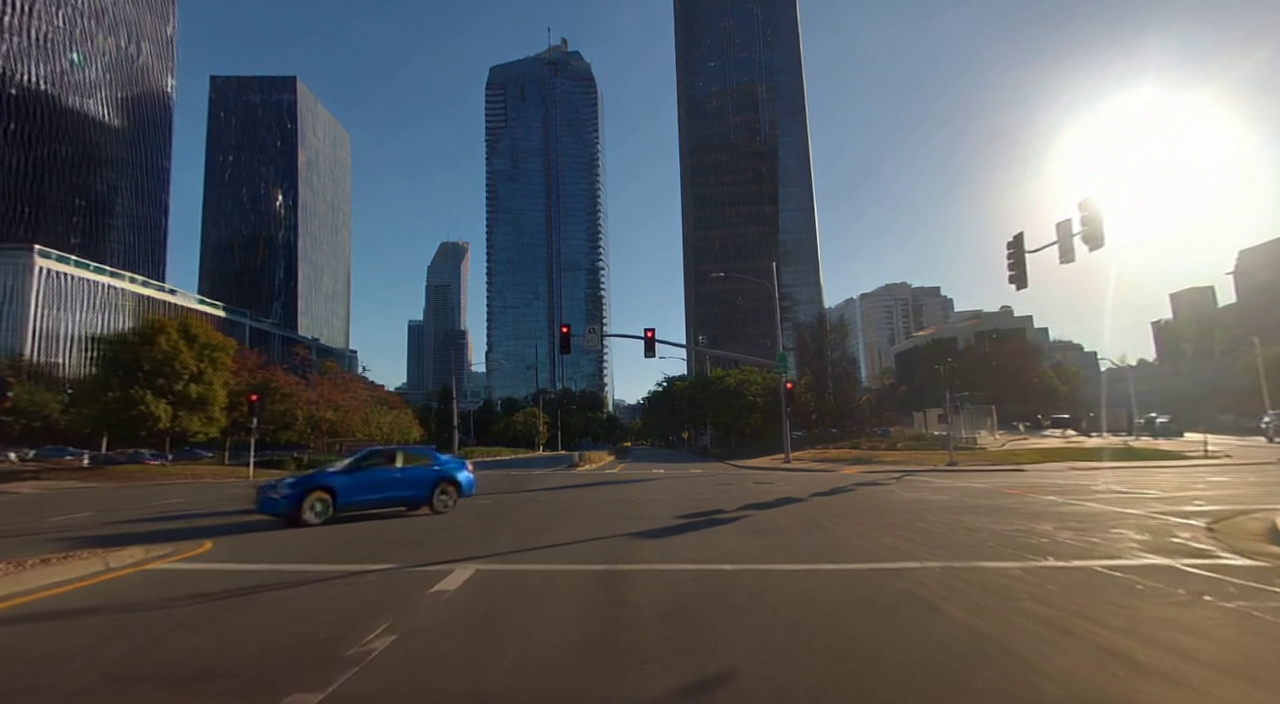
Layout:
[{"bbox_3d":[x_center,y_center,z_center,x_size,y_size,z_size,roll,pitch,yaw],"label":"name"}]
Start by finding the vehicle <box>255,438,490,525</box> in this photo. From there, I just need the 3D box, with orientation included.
[{"bbox_3d":[-5.715,2.718,13.762,4.218,1.572,2.065,8,-12,-41],"label":"vehicle"}]
